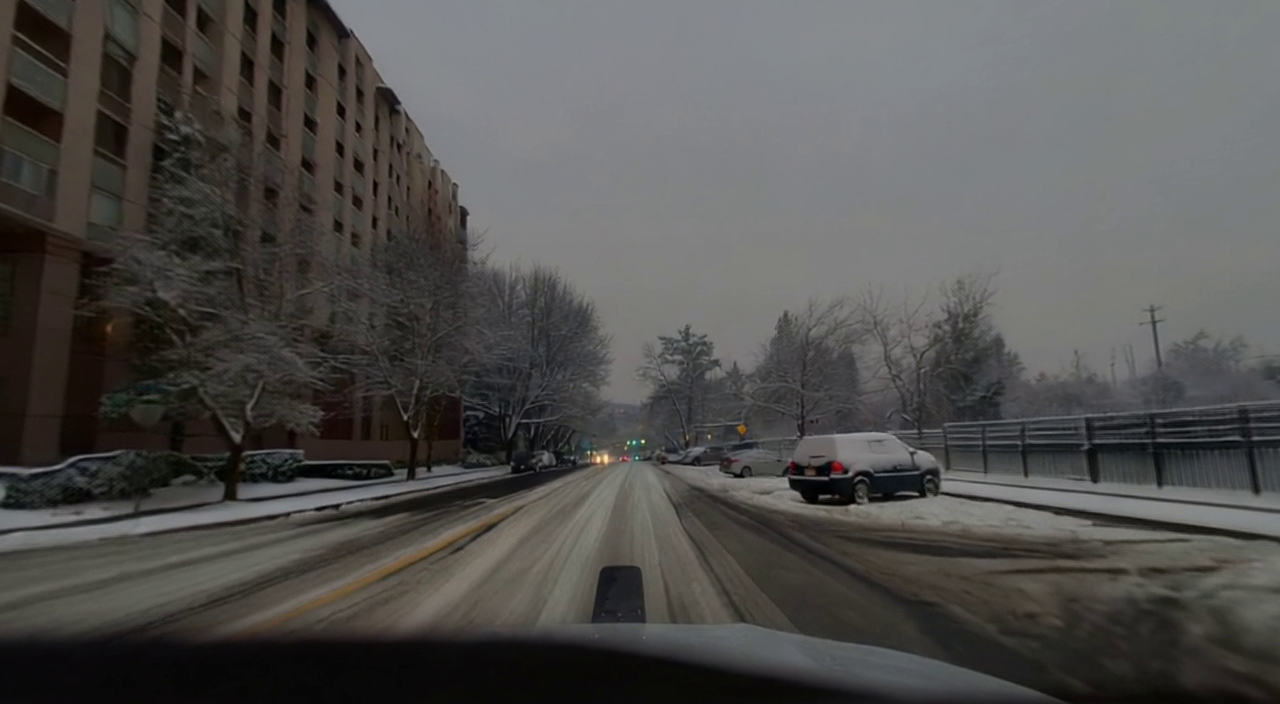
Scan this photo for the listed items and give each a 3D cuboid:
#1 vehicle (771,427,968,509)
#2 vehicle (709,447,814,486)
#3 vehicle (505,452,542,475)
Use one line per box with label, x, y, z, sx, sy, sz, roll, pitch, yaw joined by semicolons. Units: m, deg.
vehicle;6.409;3.118;17.582;5.061;1.829;2.274;2;-9;-29
vehicle;5.008;4.656;26.042;3.752;1.494;2.083;5;-10;-30
vehicle;-9.041;8.692;49.507;2.172;1.707;4.273;0;-9;-1
